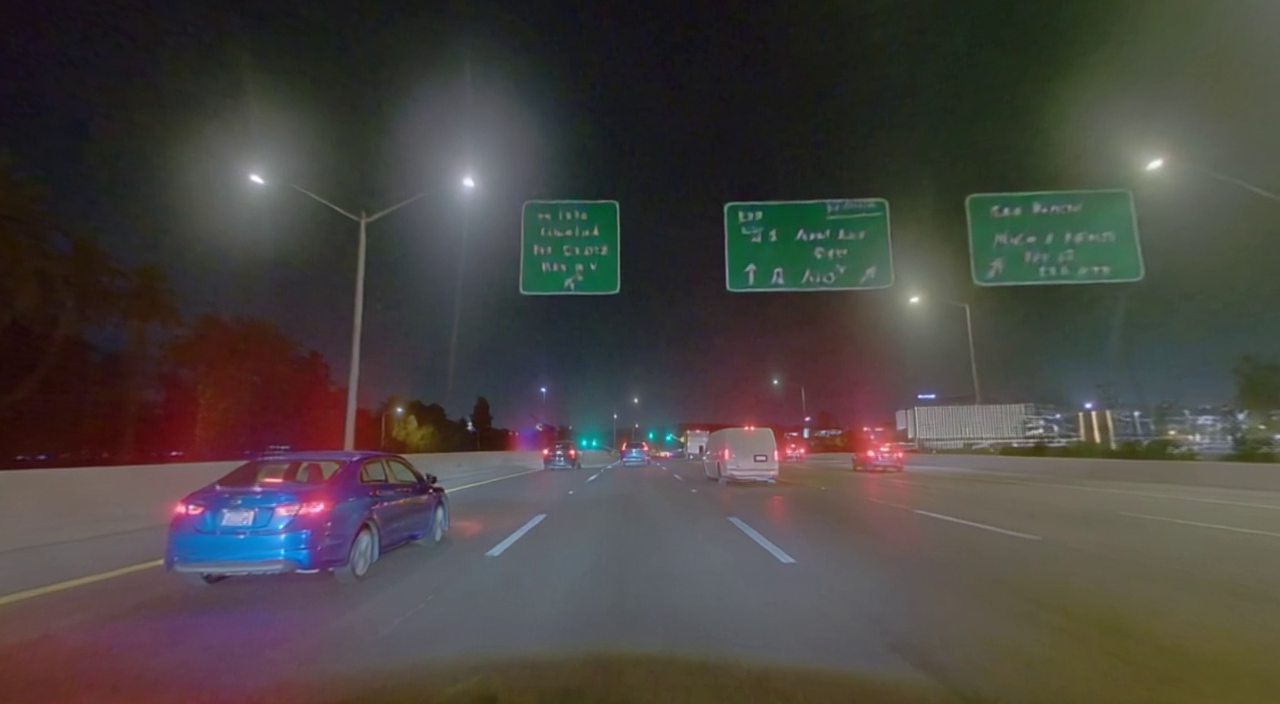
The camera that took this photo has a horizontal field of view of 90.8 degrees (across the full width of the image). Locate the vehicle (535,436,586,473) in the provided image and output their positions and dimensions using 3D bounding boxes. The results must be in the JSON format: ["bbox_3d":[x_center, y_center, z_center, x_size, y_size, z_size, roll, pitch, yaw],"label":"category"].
[{"bbox_3d":[-4.146,5.440,33.699,2.109,1.793,4.613,0,-9,0],"label":"vehicle"}]

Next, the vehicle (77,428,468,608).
[{"bbox_3d":[-3.637,1.706,7.468,1.991,1.469,4.381,0,-9,0],"label":"vehicle"}]

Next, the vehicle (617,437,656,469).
[{"bbox_3d":[-0.246,6.023,37.877,2.212,1.786,4.198,0,-9,-1],"label":"vehicle"}]

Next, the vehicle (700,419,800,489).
[{"bbox_3d":[3.583,3.503,21.930,2.250,2.074,5.723,0,-9,-2],"label":"vehicle"}]
